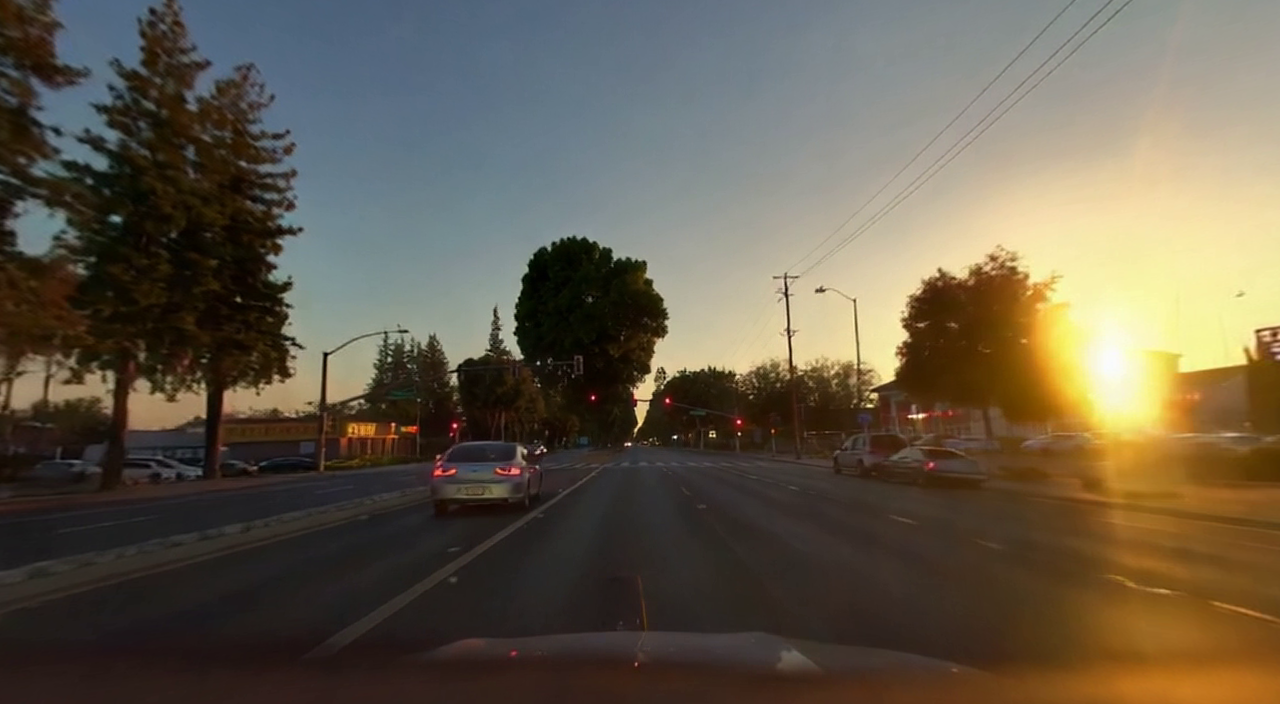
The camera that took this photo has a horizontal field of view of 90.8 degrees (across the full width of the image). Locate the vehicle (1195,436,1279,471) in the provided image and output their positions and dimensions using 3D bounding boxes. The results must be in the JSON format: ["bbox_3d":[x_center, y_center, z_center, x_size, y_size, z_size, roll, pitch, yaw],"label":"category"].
[{"bbox_3d":[28.878,4.703,29.463,1.891,1.504,4.551,0,-8,1],"label":"vehicle"}]

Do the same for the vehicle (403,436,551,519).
[{"bbox_3d":[-3.202,2.538,13.335,2.185,1.473,3.925,0,-8,-2],"label":"vehicle"}]

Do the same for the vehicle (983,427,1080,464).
[{"bbox_3d":[26.766,6.434,43.642,2.320,2.321,7.026,0,-8,1],"label":"vehicle"}]

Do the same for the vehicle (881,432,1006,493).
[{"bbox_3d":[10.337,3.776,22.026,1.998,1.862,4.658,0,-8,0],"label":"vehicle"}]

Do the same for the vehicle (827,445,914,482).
[{"bbox_3d":[10.158,4.928,28.258,1.987,1.487,4.753,0,-8,-2],"label":"vehicle"}]
